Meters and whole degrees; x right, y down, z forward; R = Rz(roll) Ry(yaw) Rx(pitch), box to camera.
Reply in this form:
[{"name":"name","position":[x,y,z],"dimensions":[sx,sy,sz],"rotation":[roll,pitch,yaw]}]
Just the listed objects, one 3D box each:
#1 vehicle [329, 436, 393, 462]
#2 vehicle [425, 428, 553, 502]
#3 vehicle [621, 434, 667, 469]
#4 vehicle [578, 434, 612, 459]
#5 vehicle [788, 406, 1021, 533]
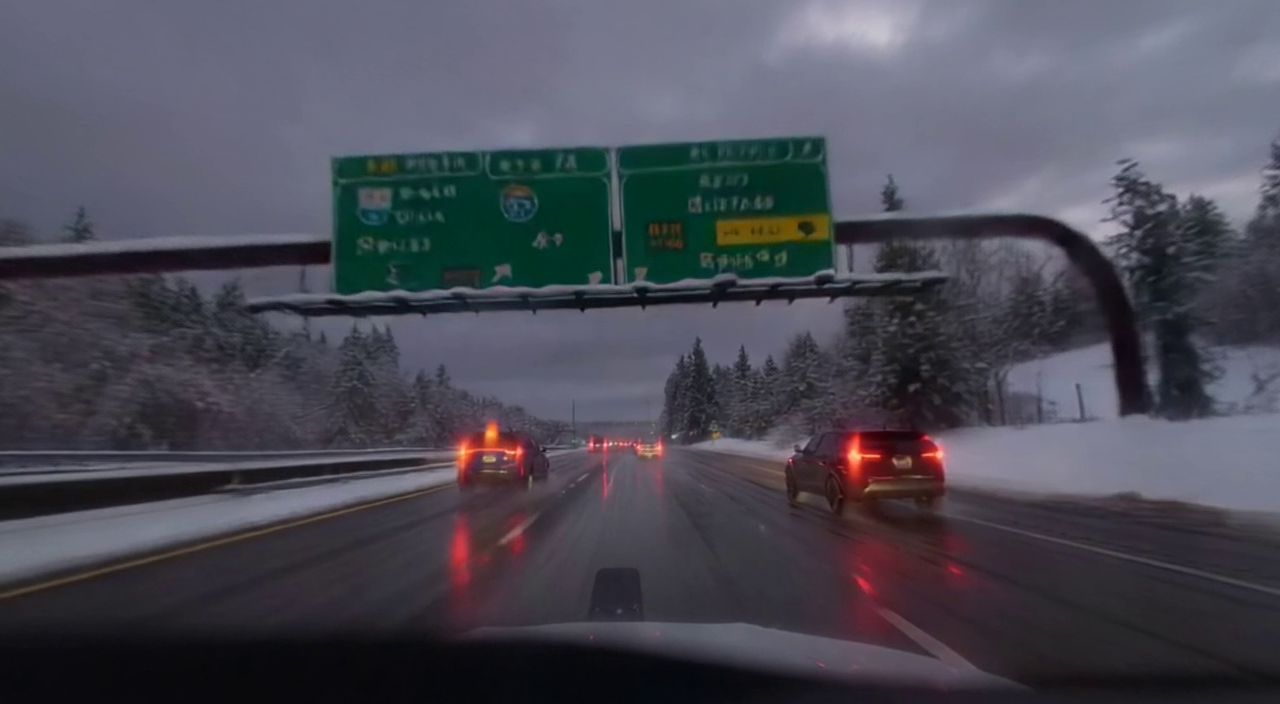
[{"name":"vehicle","position":[-18.400,6.418,41.676],"dimensions":[2.121,1.619,4.577],"rotation":[0,-8,1]},{"name":"vehicle","position":[-3.580,2.758,15.835],"dimensions":[2.066,1.561,4.495],"rotation":[0,-8,1]},{"name":"vehicle","position":[0.177,4.769,30.228],"dimensions":[2.049,1.542,3.816],"rotation":[0,-8,0]},{"name":"vehicle","position":[-3.230,6.893,45.843],"dimensions":[2.044,1.682,4.201],"rotation":[0,-8,1]},{"name":"vehicle","position":[4.121,1.900,10.745],"dimensions":[2.025,1.707,4.279],"rotation":[0,-8,-1]}]
